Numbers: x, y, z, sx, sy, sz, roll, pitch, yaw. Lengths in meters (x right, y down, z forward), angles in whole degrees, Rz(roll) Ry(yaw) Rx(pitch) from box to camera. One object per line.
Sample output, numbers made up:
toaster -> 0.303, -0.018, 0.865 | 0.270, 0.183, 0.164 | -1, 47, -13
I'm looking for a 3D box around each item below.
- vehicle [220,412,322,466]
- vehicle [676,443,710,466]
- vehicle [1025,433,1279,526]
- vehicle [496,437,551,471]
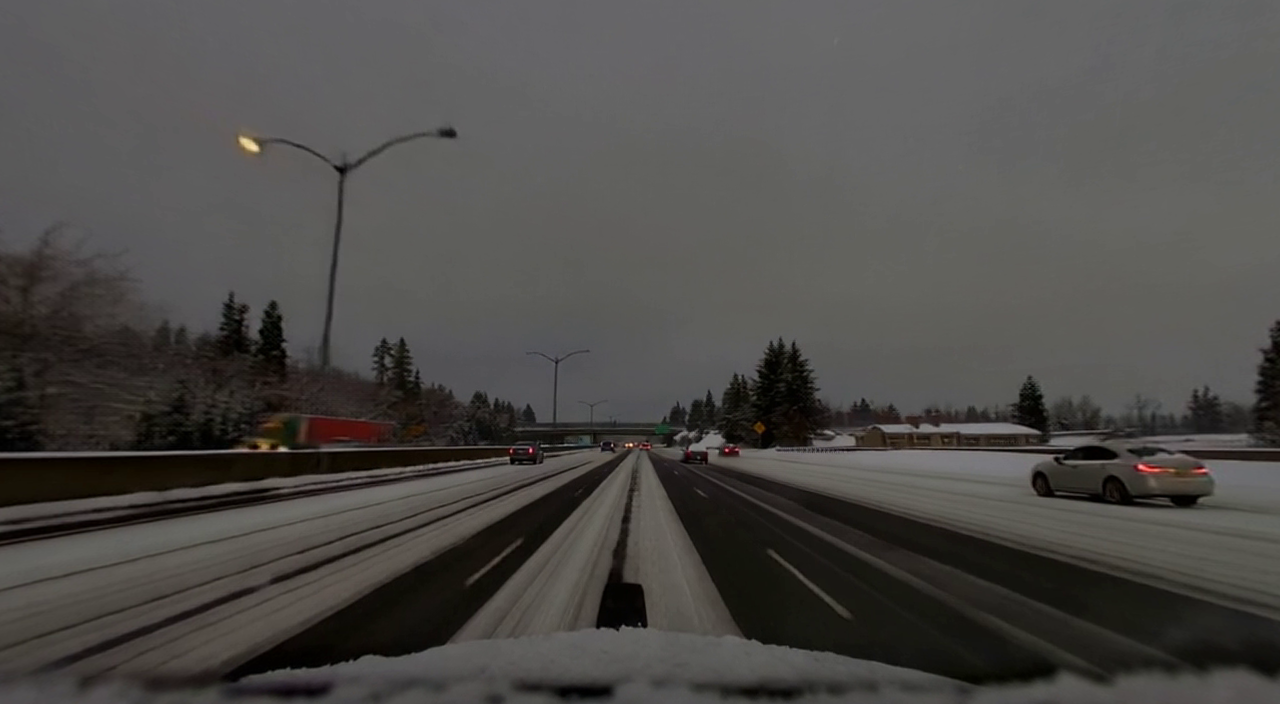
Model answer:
vehicle -> -28.906, 6.889, 49.721 | 3.119, 3.853, 7.750 | -1, -8, 1
vehicle -> 3.588, 6.996, 42.932 | 1.950, 1.453, 3.378 | 0, -9, -1
vehicle -> 10.177, 2.396, 12.471 | 1.979, 1.467, 4.839 | 0, -8, 0
vehicle -> -6.382, 5.603, 34.802 | 2.091, 1.746, 4.437 | 0, -9, 1
